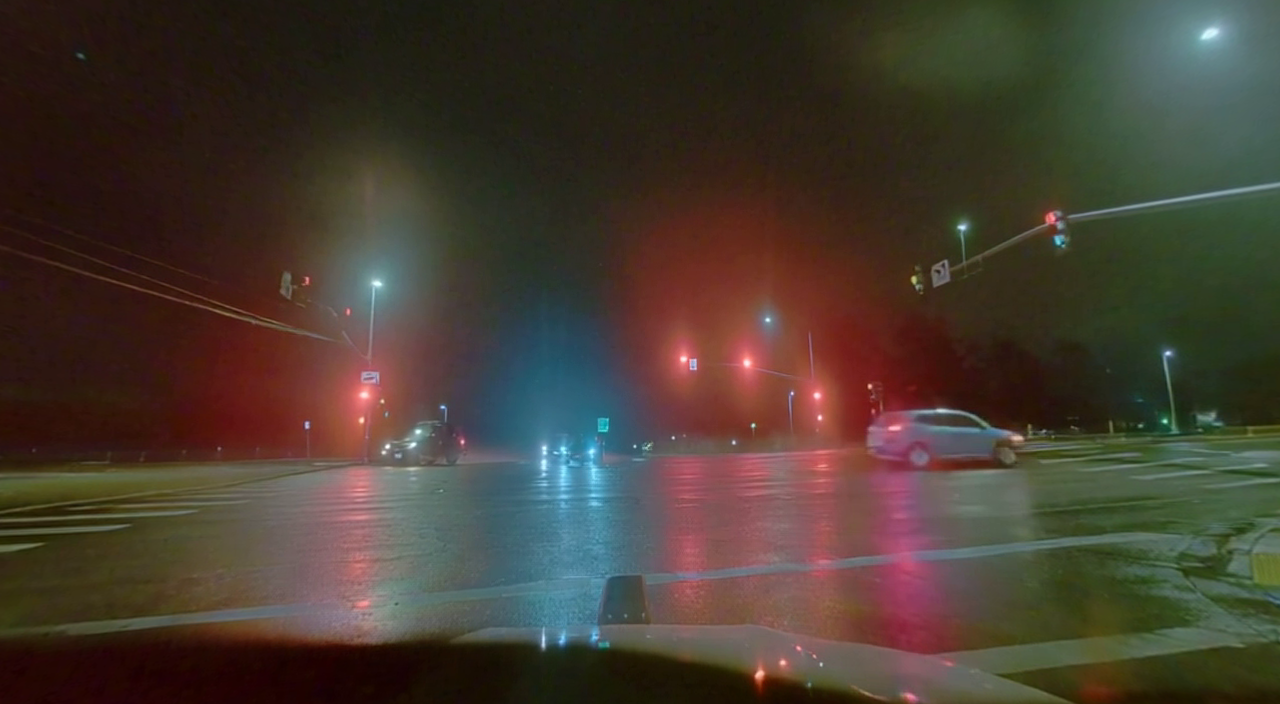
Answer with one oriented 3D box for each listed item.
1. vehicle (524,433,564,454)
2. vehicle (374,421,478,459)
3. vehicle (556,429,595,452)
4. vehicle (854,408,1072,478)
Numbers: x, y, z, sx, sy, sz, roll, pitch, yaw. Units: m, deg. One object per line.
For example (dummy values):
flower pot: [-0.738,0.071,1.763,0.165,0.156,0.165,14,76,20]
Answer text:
vehicle: [-7.248,7.006,48.145,2.054,1.536,3.927,-1,-9,6]
vehicle: [-11.344,4.717,33.780,2.000,1.864,5.044,-6,-10,34]
vehicle: [-4.398,6.171,43.784,1.919,1.467,4.086,-1,-9,5]
vehicle: [8.472,2.414,16.766,4.854,1.684,1.945,1,-9,-9]
